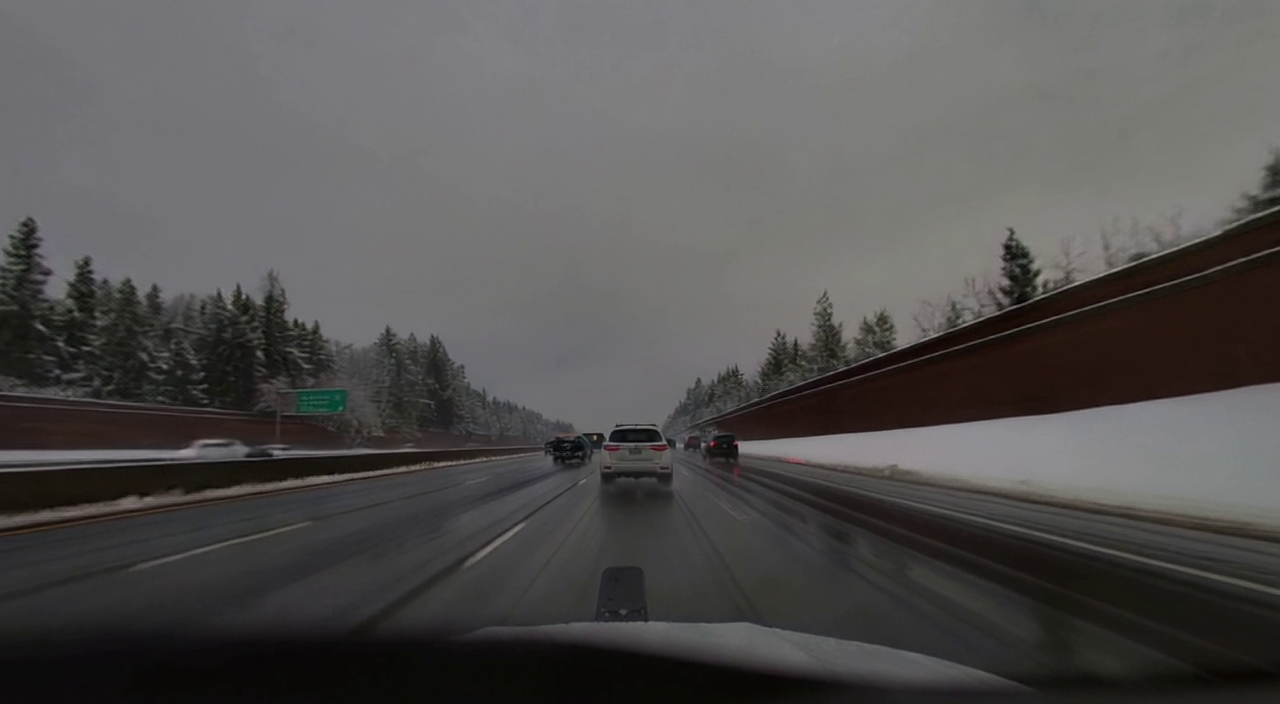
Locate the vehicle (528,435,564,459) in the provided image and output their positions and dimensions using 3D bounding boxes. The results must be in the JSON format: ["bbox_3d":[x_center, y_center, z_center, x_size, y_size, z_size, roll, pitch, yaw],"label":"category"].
[{"bbox_3d":[-7.013,7.166,47.559,2.024,1.706,4.249,0,-8,1],"label":"vehicle"}]

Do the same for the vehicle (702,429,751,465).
[{"bbox_3d":[4.692,5.234,34.846,2.017,1.847,4.299,0,-8,-1],"label":"vehicle"}]

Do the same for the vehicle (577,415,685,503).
[{"bbox_3d":[-0.177,2.539,15.237,2.233,1.804,4.273,0,-8,0],"label":"vehicle"}]

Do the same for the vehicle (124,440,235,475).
[{"bbox_3d":[-21.385,4.902,29.561,1.870,1.500,4.364,0,-8,1],"label":"vehicle"}]
